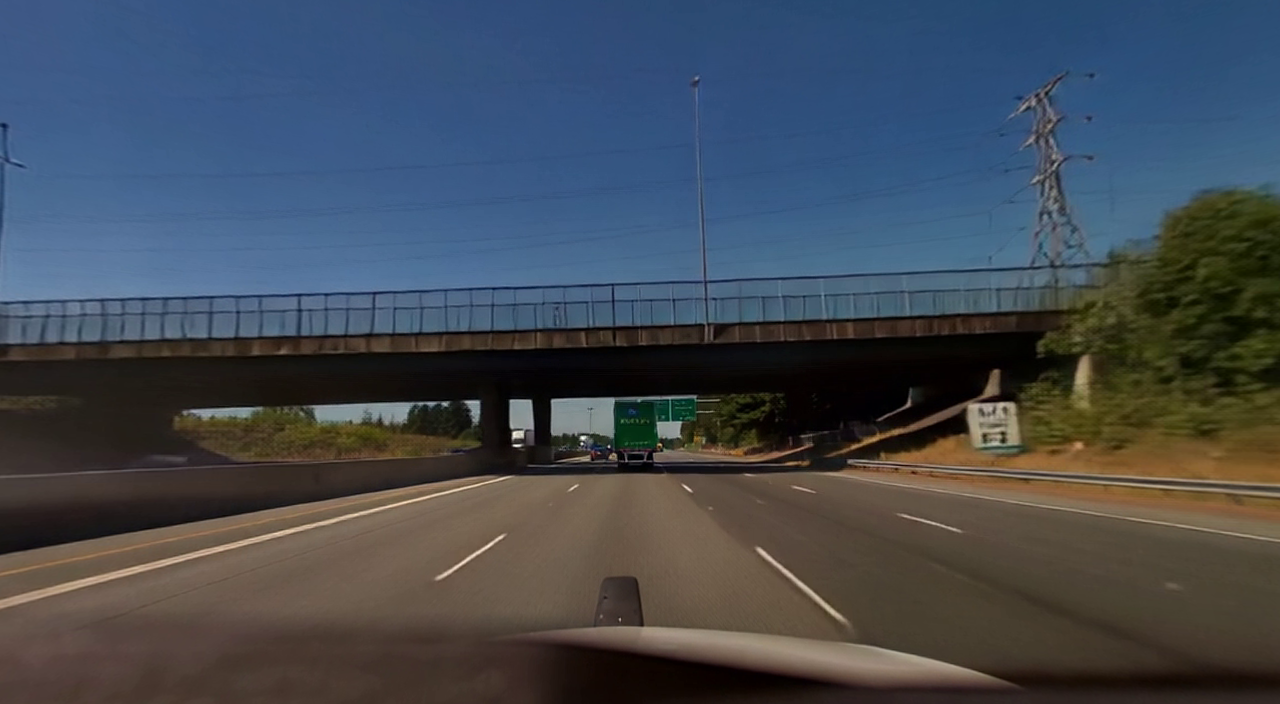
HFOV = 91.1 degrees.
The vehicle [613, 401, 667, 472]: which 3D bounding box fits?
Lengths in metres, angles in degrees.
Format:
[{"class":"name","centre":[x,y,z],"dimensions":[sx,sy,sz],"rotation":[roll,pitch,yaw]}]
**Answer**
[{"class":"vehicle","centre":[-0.122,5.753,42.149],"dimensions":[3.025,4.002,12.709],"rotation":[0,-9,-1]}]
